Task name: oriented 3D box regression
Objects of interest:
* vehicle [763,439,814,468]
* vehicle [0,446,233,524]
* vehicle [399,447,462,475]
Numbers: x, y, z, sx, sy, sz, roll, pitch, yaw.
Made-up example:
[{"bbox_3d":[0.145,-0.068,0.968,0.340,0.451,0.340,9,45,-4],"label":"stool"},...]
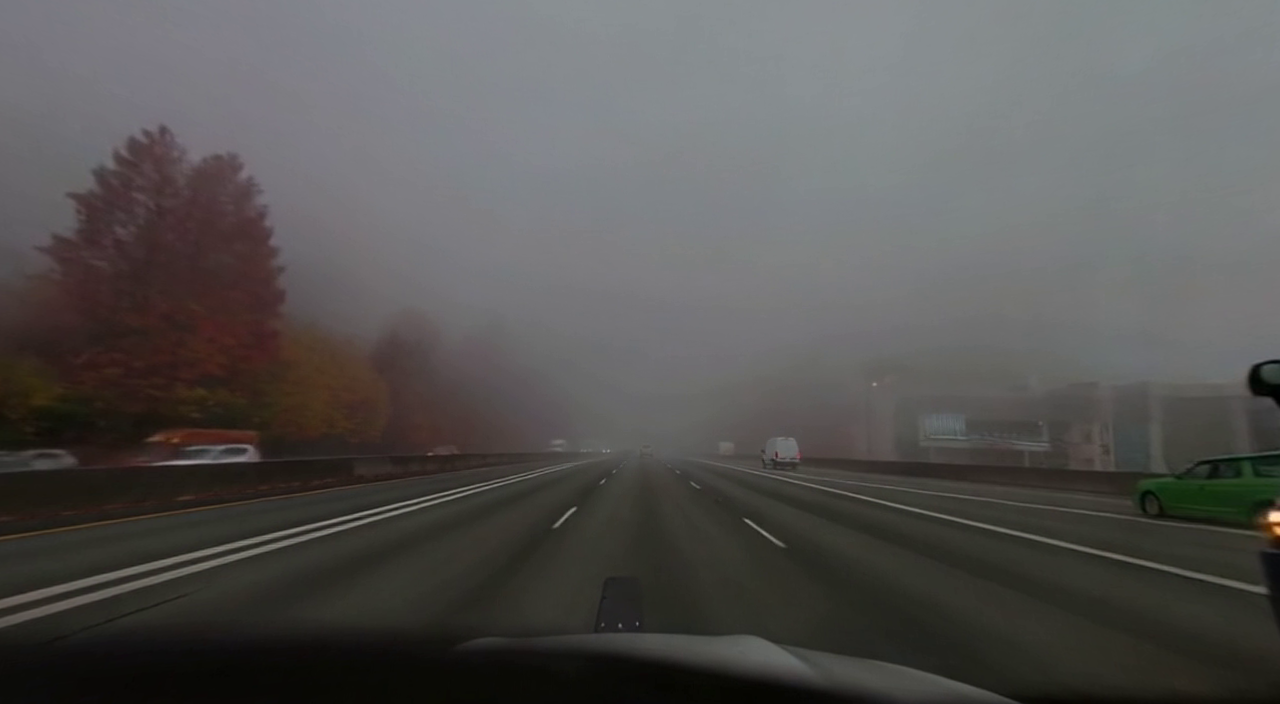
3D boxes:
[{"bbox_3d":[9.658,6.663,41.170,2.034,1.770,4.637,0,-9,-2],"label":"vehicle"},{"bbox_3d":[-11.790,2.934,14.426,1.874,1.489,4.402,0,-9,0],"label":"vehicle"},{"bbox_3d":[-11.850,6.181,35.755,2.037,1.490,4.375,0,-9,1],"label":"vehicle"}]
